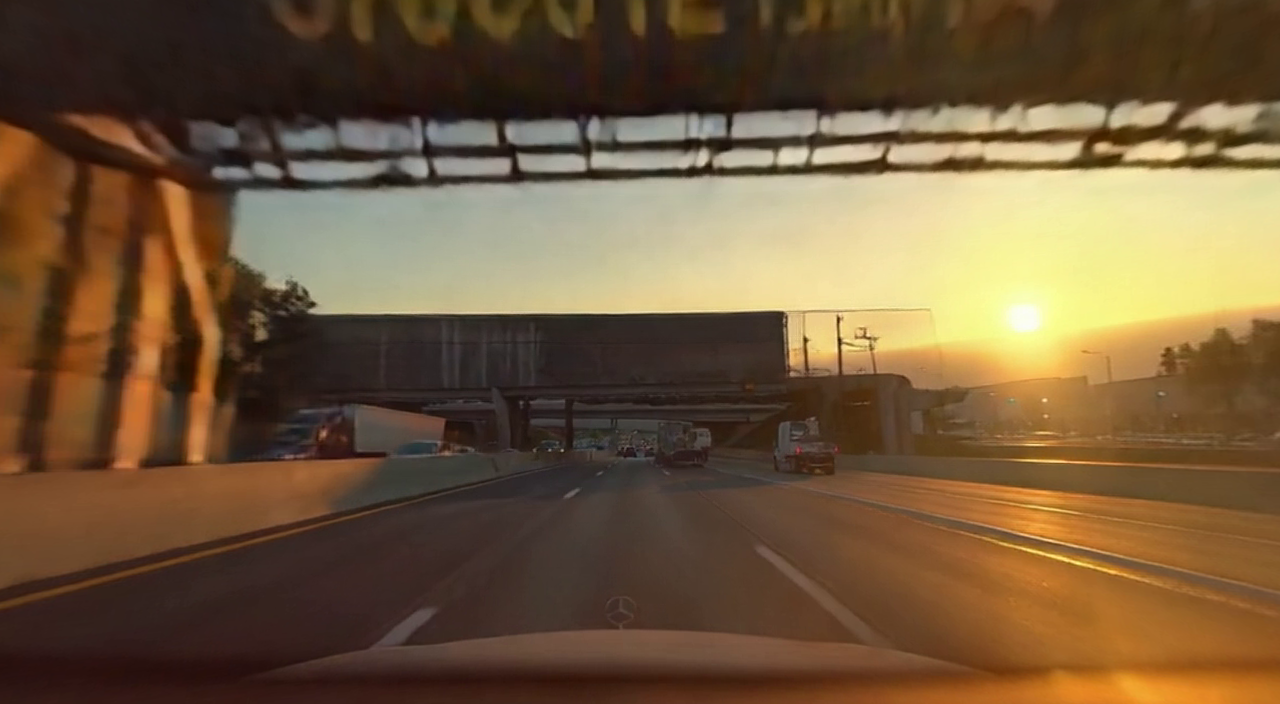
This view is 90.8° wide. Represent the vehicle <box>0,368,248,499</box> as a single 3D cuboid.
[{"bbox_3d":[-21.229,3.153,23.593,2.850,3.981,16.420,0,-9,-1],"label":"vehicle"}]

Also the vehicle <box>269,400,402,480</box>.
[{"bbox_3d":[-17.611,5.291,37.638,3.294,4.178,9.302,0,-9,-1],"label":"vehicle"}]

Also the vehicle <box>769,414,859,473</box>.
[{"bbox_3d":[10.801,5.895,40.490,2.912,3.293,9.588,0,-9,-1],"label":"vehicle"}]

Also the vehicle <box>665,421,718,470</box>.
[{"bbox_3d":[3.360,6.420,43.269,2.742,3.054,7.537,0,-9,-2],"label":"vehicle"}]

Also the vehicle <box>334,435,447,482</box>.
[{"bbox_3d":[-10.388,4.511,26.939,2.415,1.754,5.809,0,-9,0],"label":"vehicle"}]
